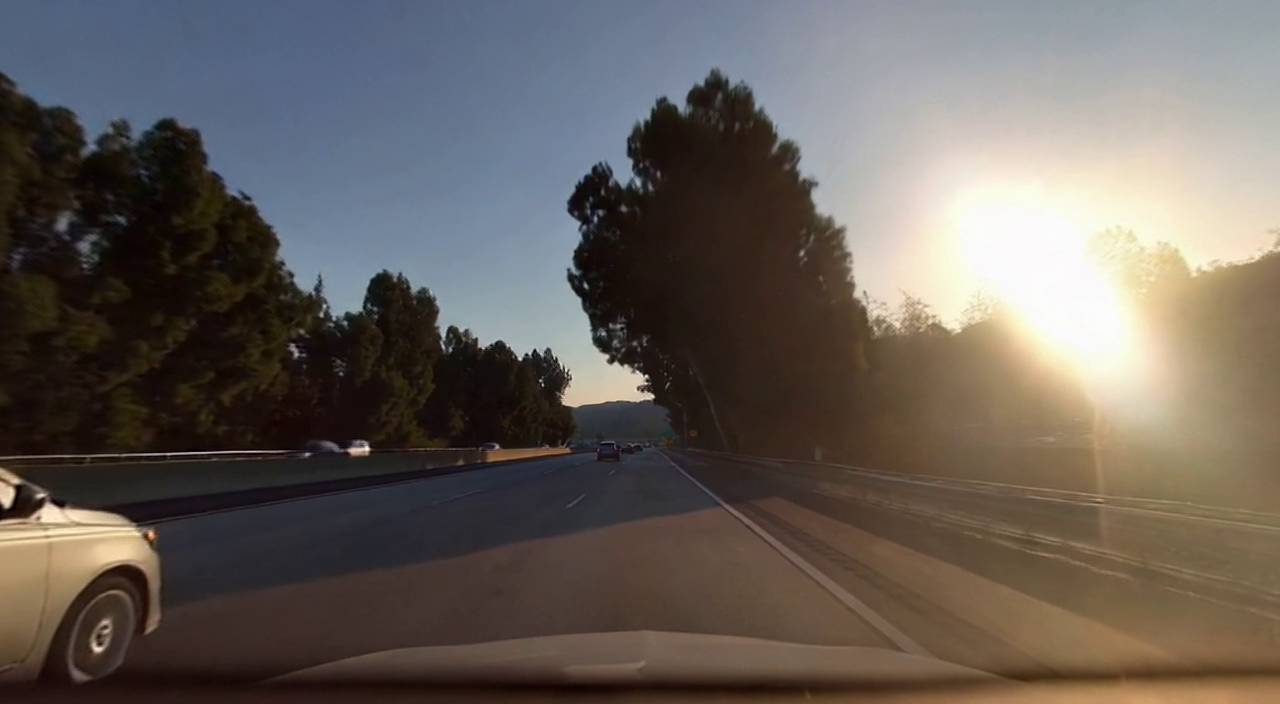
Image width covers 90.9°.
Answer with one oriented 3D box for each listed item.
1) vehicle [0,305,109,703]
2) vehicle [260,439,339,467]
[{"bbox_3d":[-4.131,0.422,0.345,2.316,1.970,5.966,0,-8,2],"label":"vehicle"},{"bbox_3d":[-21.010,6.222,39.184,1.972,1.625,4.971,0,-8,2],"label":"vehicle"}]
